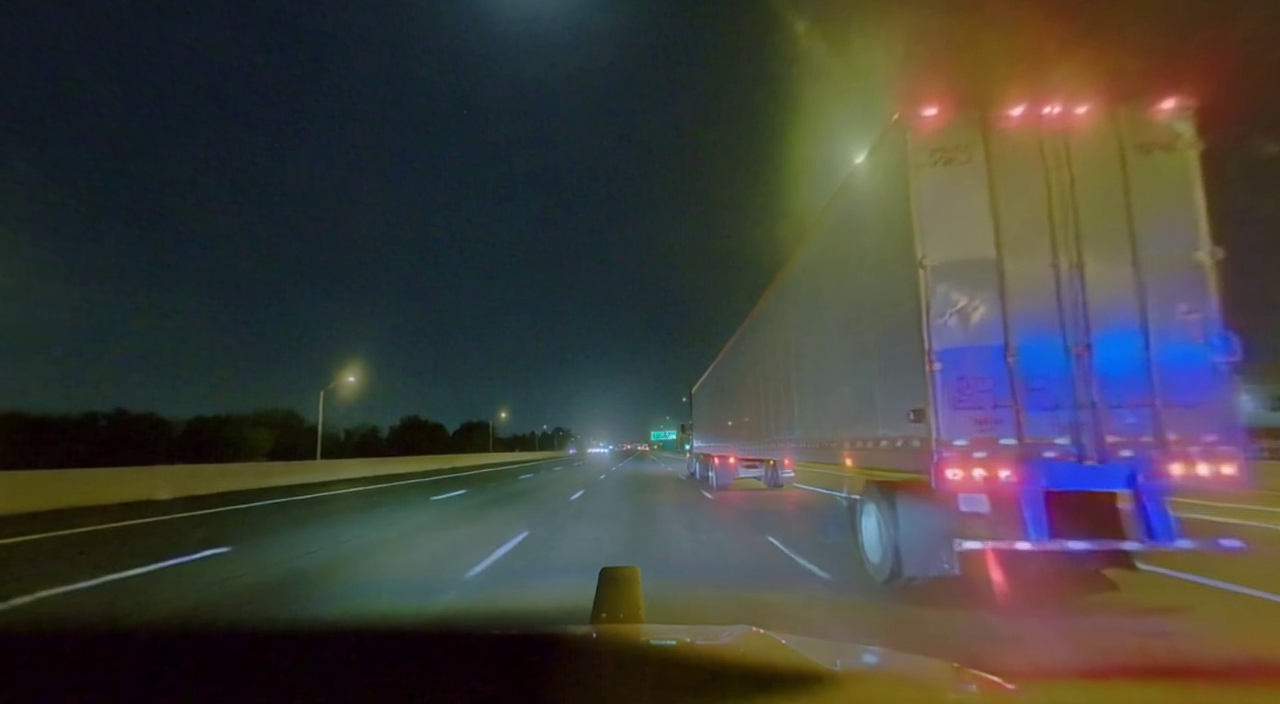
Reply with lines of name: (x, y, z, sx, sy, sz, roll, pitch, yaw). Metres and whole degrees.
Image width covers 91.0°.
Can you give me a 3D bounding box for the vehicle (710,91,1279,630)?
vehicle: (3.830, 1.136, 12.735, 2.949, 4.149, 16.046, 0, -9, 0)
